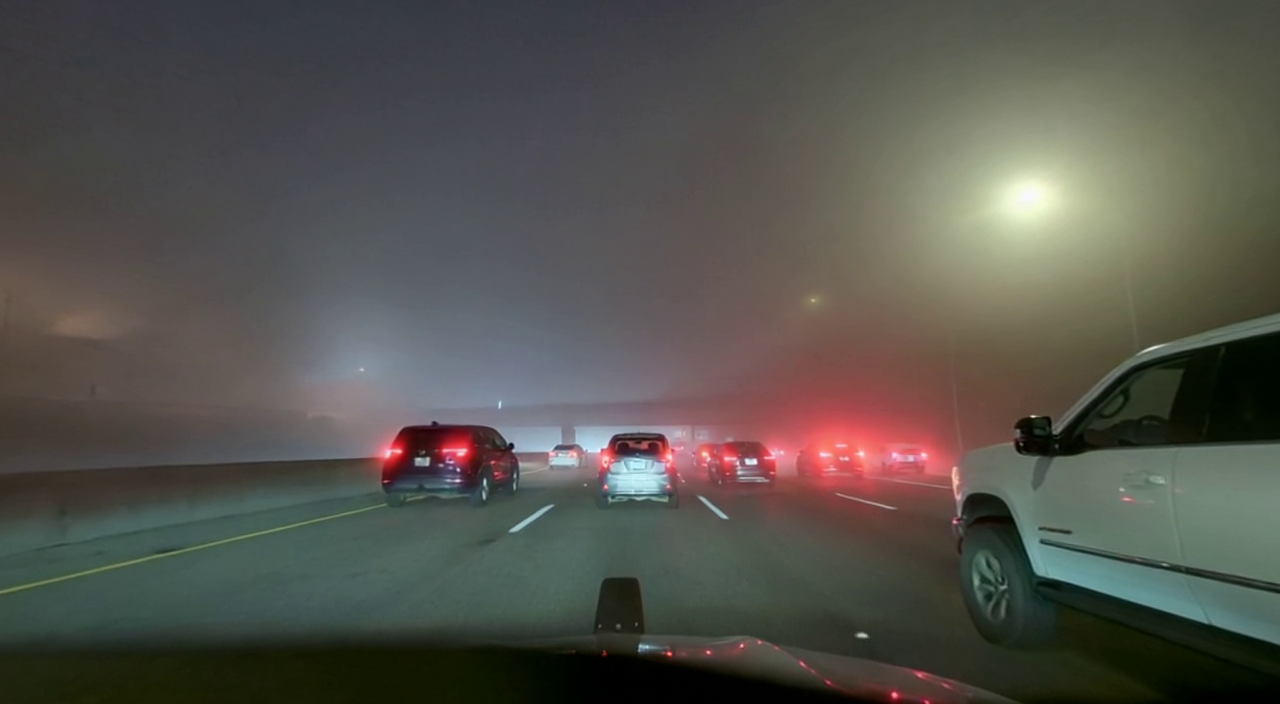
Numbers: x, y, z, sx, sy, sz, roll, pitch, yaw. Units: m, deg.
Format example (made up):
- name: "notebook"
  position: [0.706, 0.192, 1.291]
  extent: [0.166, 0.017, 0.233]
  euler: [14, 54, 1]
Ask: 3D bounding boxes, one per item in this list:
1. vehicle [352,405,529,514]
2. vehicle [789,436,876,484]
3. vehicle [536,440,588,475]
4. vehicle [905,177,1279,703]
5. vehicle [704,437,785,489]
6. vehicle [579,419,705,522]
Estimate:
- name: "vehicle"
  position: [-4.453, 2.563, 15.440]
  extent: [2.212, 2.101, 6.052]
  euler: [0, -9, 1]
- name: "vehicle"
  position: [7.675, 4.354, 25.685]
  extent: [2.054, 1.769, 4.693]
  euler: [0, -9, 0]
- name: "vehicle"
  position: [-3.961, 5.451, 32.770]
  extent: [1.982, 1.655, 4.604]
  euler: [0, -9, 1]
- name: "vehicle"
  position: [3.474, 0.577, 2.768]
  extent: [2.300, 2.242, 5.327]
  euler: [0, -9, 0]
- name: "vehicle"
  position: [3.543, 3.852, 22.222]
  extent: [2.022, 1.633, 4.651]
  euler: [1, -9, -1]
- name: "vehicle"
  position: [0.053, 2.381, 13.104]
  extent: [2.181, 1.756, 4.167]
  euler: [0, -9, 0]
